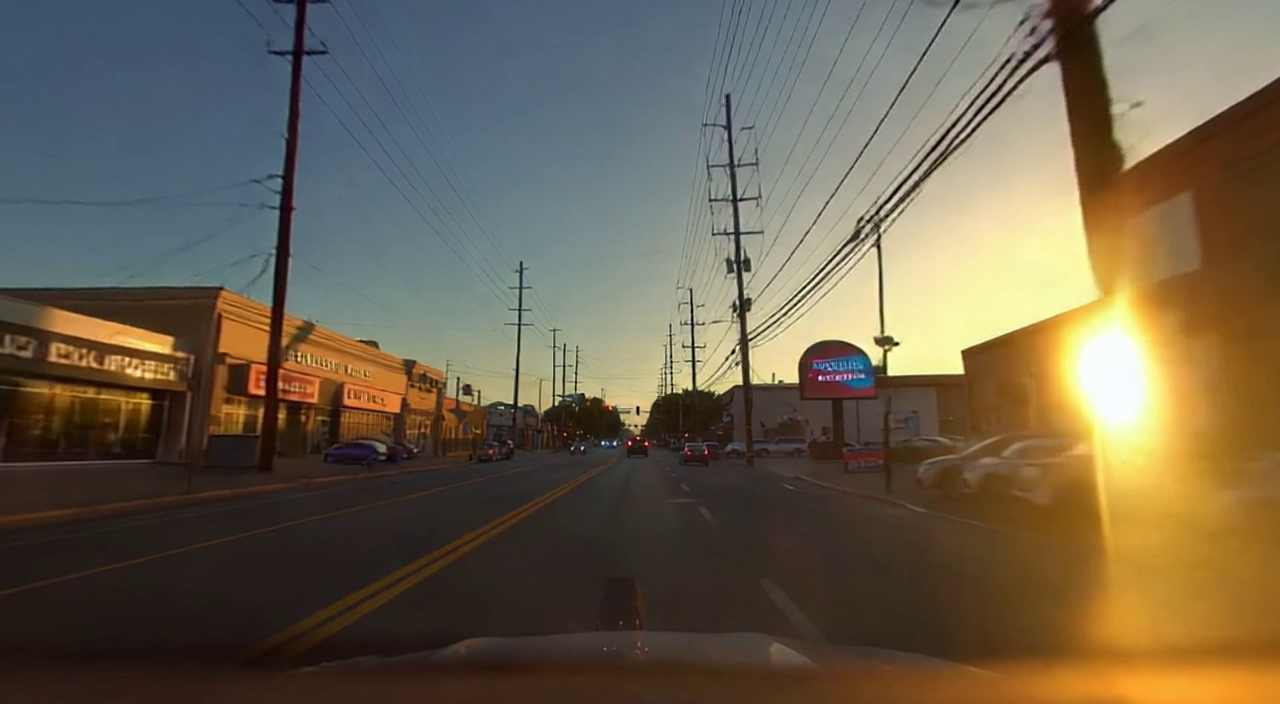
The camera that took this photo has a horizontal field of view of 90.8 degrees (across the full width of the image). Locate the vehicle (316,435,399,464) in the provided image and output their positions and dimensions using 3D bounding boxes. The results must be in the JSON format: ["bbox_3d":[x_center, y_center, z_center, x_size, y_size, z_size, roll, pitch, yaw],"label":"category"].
[{"bbox_3d":[-18.351,6.371,41.210,4.455,1.772,2.048,1,-9,-3],"label":"vehicle"}]

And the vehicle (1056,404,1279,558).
[{"bbox_3d":[10.120,1.874,9.620,5.771,2.013,2.414,0,-8,1],"label":"vehicle"}]

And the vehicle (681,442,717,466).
[{"bbox_3d":[3.837,6.718,41.854,1.926,1.482,4.442,0,-9,-1],"label":"vehicle"}]
